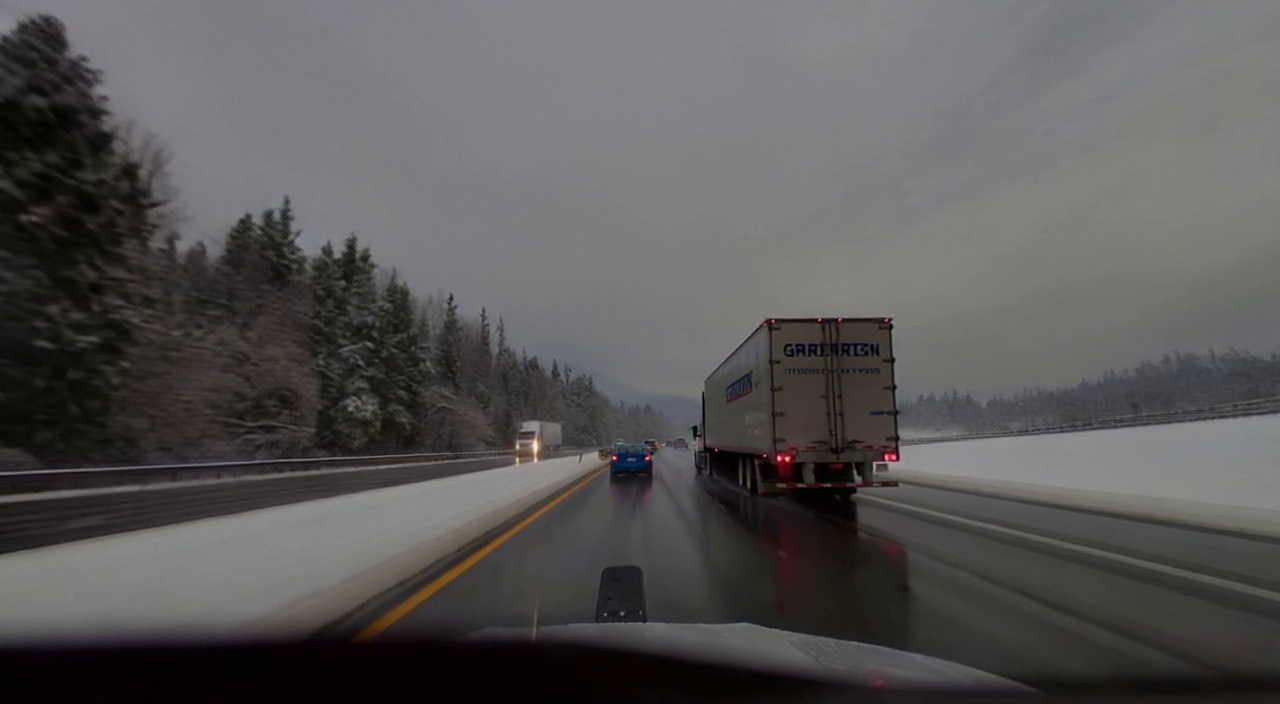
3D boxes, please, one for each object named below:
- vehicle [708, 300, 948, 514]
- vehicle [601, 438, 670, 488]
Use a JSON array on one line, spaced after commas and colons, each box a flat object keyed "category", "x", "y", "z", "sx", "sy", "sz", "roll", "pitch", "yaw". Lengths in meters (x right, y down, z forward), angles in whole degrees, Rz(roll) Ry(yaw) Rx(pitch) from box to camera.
[{"category": "vehicle", "x": 4.277, "y": 2.105, "z": 19.115, "sx": 2.909, "sy": 4.074, "sz": 14.457, "roll": 0, "pitch": -9, "yaw": 0}, {"category": "vehicle", "x": -0.131, "y": 3.660, "z": 20.956, "sx": 2.074, "sy": 1.475, "sz": 3.960, "roll": 0, "pitch": -9, "yaw": 0}]
